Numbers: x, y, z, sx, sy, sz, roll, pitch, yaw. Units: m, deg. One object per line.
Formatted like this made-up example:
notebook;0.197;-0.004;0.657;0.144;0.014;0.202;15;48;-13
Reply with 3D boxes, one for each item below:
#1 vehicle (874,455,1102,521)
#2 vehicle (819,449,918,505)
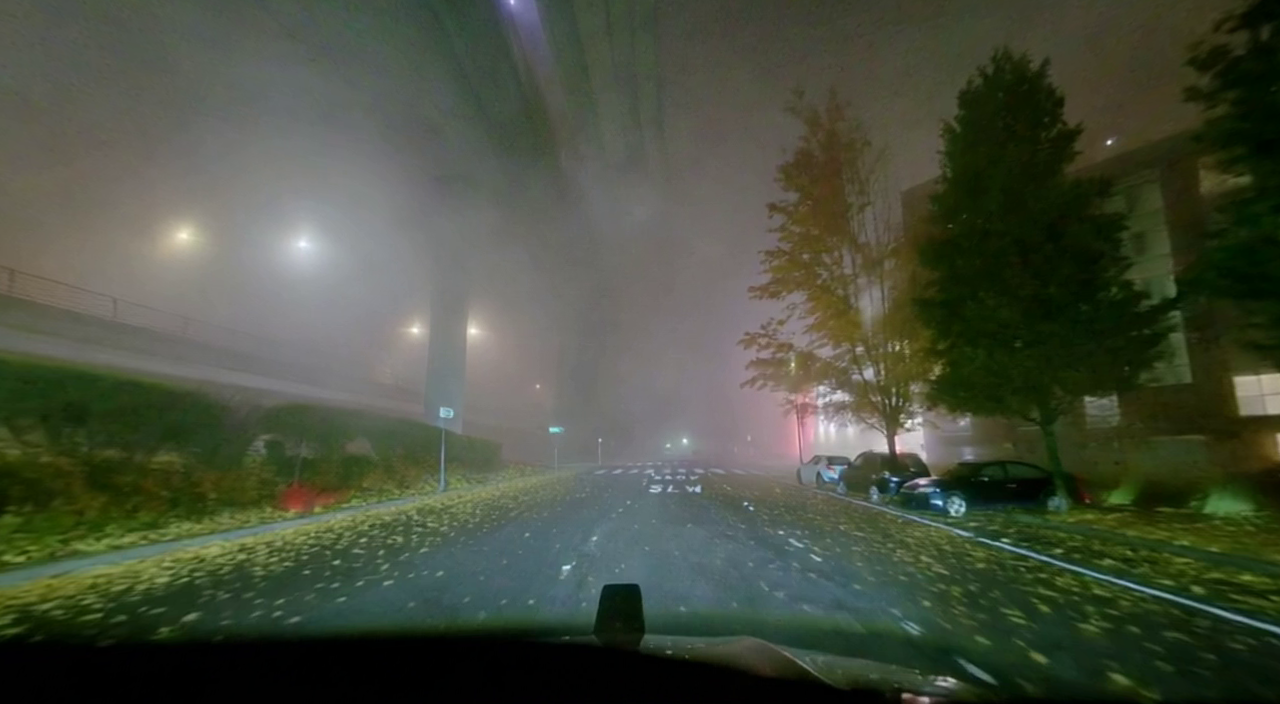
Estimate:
vehicle;9.063;3.562;16.793;4.775;1.542;2.145;0;-9;1
vehicle;7.644;4.178;21.605;1.954;1.657;4.522;0;-9;4
